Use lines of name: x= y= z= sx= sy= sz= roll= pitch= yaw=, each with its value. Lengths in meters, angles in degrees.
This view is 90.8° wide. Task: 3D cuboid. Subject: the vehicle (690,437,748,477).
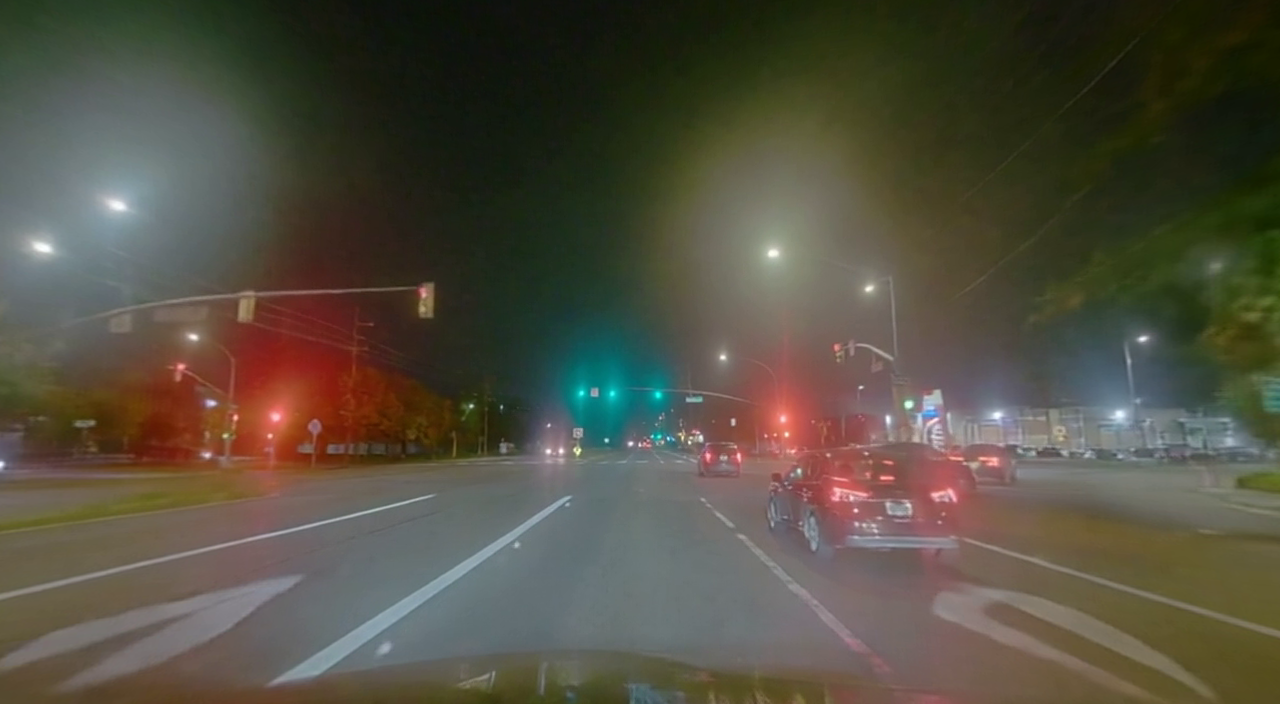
vehicle: x=3.593 y=4.823 z=29.402 sx=2.128 sy=1.699 sz=4.222 roll=0 pitch=-8 yaw=0

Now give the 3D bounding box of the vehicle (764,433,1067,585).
vehicle: x=3.120 y=1.846 z=8.408 sx=2.004 sy=1.455 sz=4.417 roll=0 pitch=-8 yaw=-1
